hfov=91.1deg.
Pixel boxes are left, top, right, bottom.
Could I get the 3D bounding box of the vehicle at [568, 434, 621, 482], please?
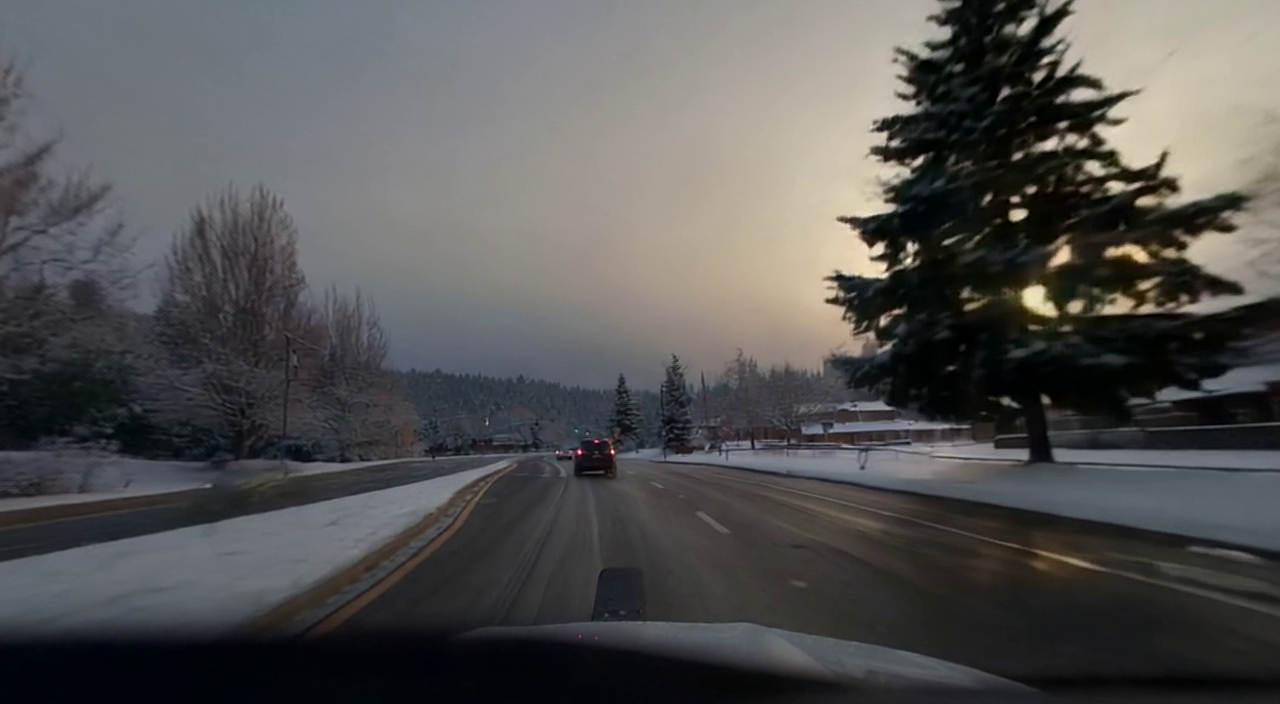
[{"bbox_3d":[-2.159,4.822,28.835,2.072,2.002,4.391,1,-9,-9],"label":"vehicle"}]
